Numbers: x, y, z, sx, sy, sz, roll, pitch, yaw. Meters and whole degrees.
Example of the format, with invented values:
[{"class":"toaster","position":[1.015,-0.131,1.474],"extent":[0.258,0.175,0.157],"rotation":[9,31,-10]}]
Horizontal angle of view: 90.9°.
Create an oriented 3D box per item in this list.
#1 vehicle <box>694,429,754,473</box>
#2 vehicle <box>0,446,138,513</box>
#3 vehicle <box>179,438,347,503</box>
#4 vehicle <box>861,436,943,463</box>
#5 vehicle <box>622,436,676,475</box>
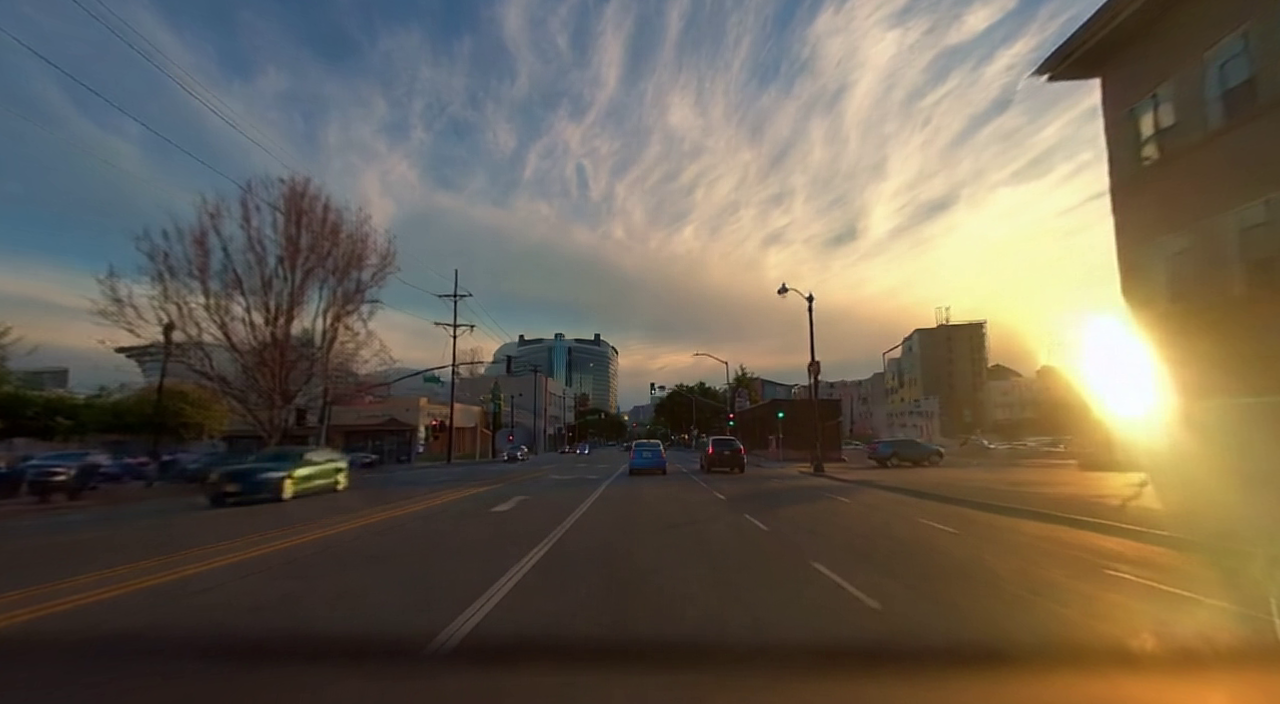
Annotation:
[{"class":"vehicle","position":[3.924,4.773,30.483],"extent":[2.159,1.938,4.836],"rotation":[0,-9,-1]},{"class":"vehicle","position":[-20.188,4.149,20.826],"extent":[5.223,2.060,2.247],"rotation":[0,-9,1]},{"class":"vehicle","position":[-10.878,3.437,18.687],"extent":[2.232,1.669,4.354],"rotation":[0,-9,1]},{"class":"vehicle","position":[17.497,6.540,42.279],"extent":[4.556,1.693,2.030],"rotation":[1,-9,-1]},{"class":"vehicle","position":[0.383,4.622,28.301],"extent":[2.245,1.587,4.094],"rotation":[0,-9,0]}]
